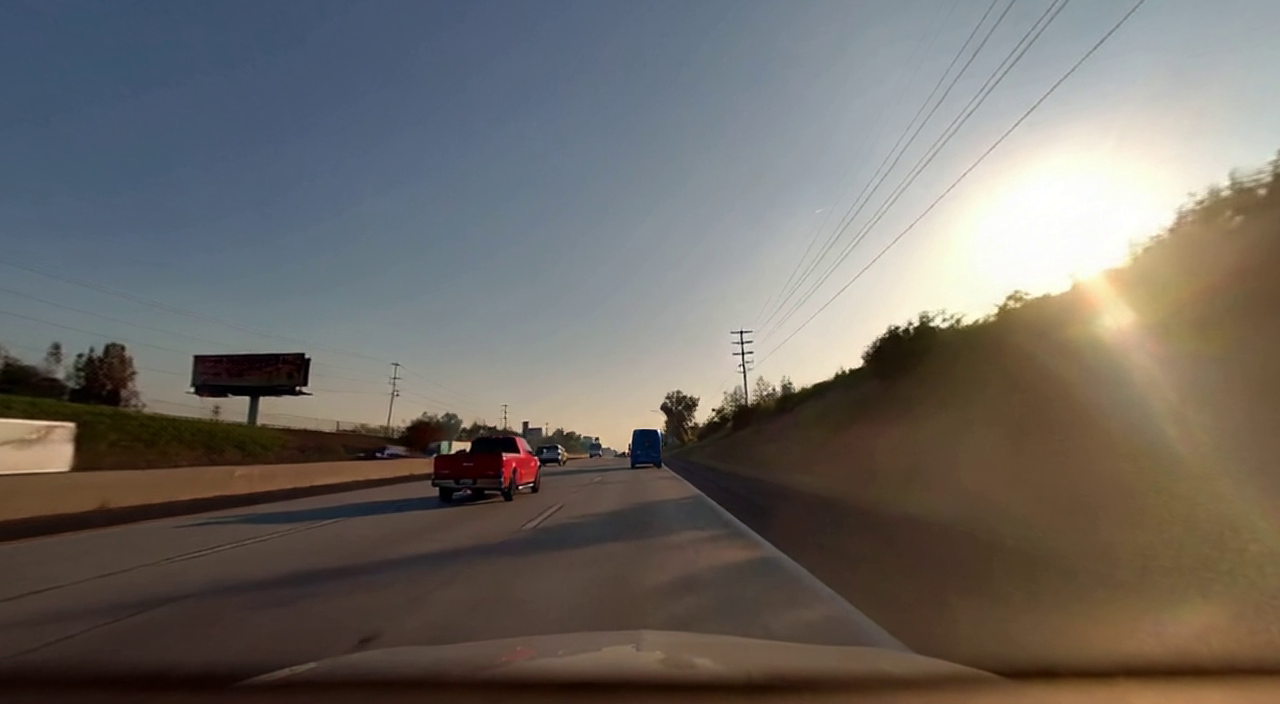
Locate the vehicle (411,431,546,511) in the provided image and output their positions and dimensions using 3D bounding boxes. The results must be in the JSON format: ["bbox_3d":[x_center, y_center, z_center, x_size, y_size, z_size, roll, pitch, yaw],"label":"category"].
[{"bbox_3d":[-3.921,2.972,16.232,2.145,1.730,4.729,0,-9,1],"label":"vehicle"}]

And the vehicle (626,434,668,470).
[{"bbox_3d":[0.458,6.799,42.799,2.692,2.279,5.695,0,-9,0],"label":"vehicle"}]
